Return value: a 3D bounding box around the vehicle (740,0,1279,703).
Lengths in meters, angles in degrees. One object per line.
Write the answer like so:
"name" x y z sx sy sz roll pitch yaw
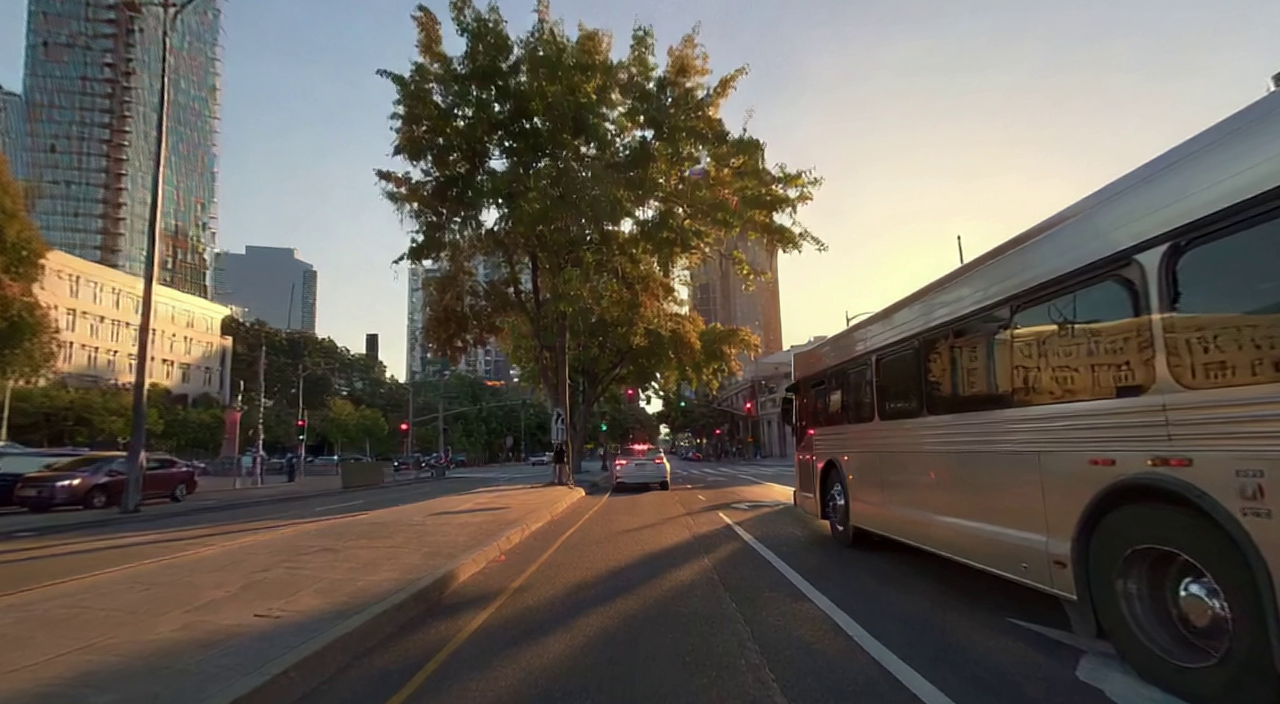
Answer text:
"vehicle" 3.423 0.117 4.102 3.250 3.731 13.693 0 -8 0

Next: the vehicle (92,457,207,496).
"vehicle" -26.014 6.545 33.600 4.570 1.858 1.942 7 -11 -40

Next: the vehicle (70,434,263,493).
"vehicle" -29.251 6.897 39.627 9.150 3.310 2.988 6 -12 -37

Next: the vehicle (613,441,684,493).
"vehicle" 0.310 3.801 21.184 2.123 1.544 4.158 0 -8 1

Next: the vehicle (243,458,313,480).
"vehicle" -27.563 8.889 48.184 4.483 1.461 1.773 5 -10 -29

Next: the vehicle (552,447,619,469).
"vehicle" -3.776 7.338 43.879 4.417 1.490 1.816 -5 -10 31
